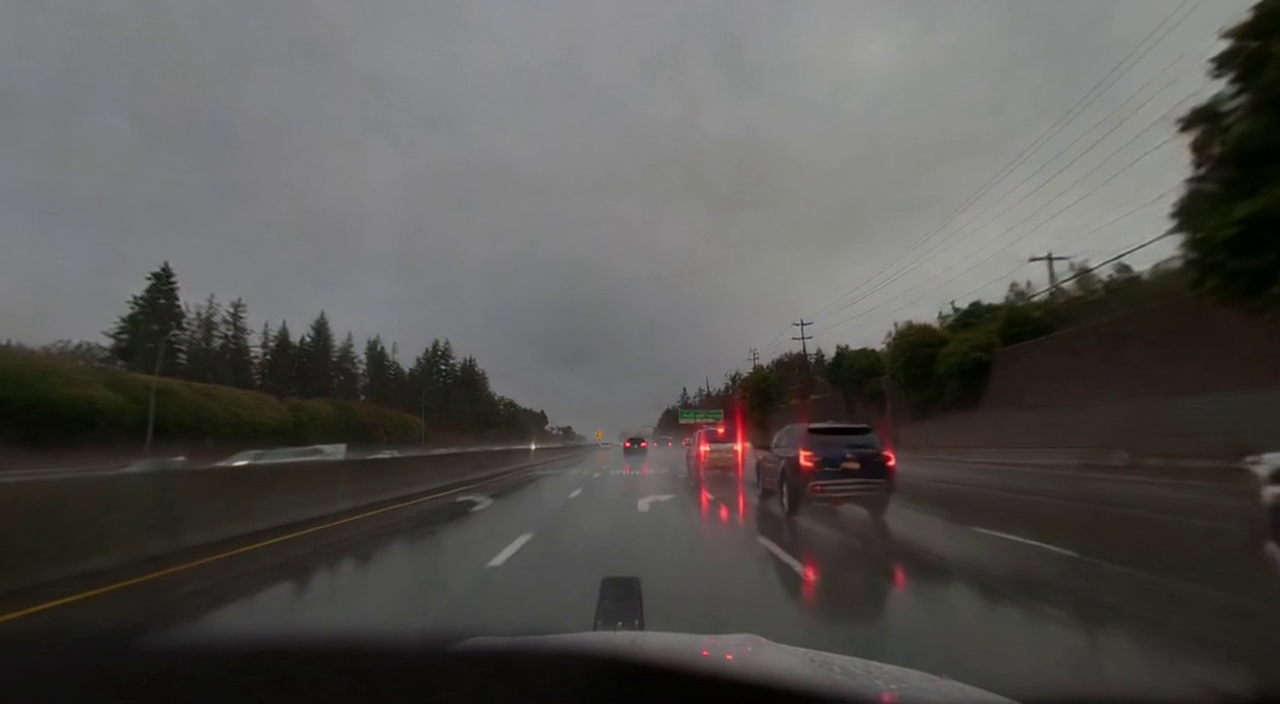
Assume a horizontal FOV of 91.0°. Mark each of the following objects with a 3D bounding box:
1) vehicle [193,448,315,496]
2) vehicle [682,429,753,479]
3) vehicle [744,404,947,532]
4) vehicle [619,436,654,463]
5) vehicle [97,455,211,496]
[{"bbox_3d":[-15.463,4.788,25.570,1.944,1.747,4.657,0,-8,1],"label":"vehicle"},{"bbox_3d":[3.018,4.134,25.653,2.152,1.821,4.853,0,-8,-2],"label":"vehicle"},{"bbox_3d":[3.481,2.086,11.866,2.095,1.886,4.727,0,-8,-2],"label":"vehicle"},{"bbox_3d":[-0.278,6.906,44.636,2.314,1.796,4.254,0,-8,-1],"label":"vehicle"},{"bbox_3d":[-22.878,5.777,29.897,1.912,1.694,4.479,0,-8,-2],"label":"vehicle"}]
